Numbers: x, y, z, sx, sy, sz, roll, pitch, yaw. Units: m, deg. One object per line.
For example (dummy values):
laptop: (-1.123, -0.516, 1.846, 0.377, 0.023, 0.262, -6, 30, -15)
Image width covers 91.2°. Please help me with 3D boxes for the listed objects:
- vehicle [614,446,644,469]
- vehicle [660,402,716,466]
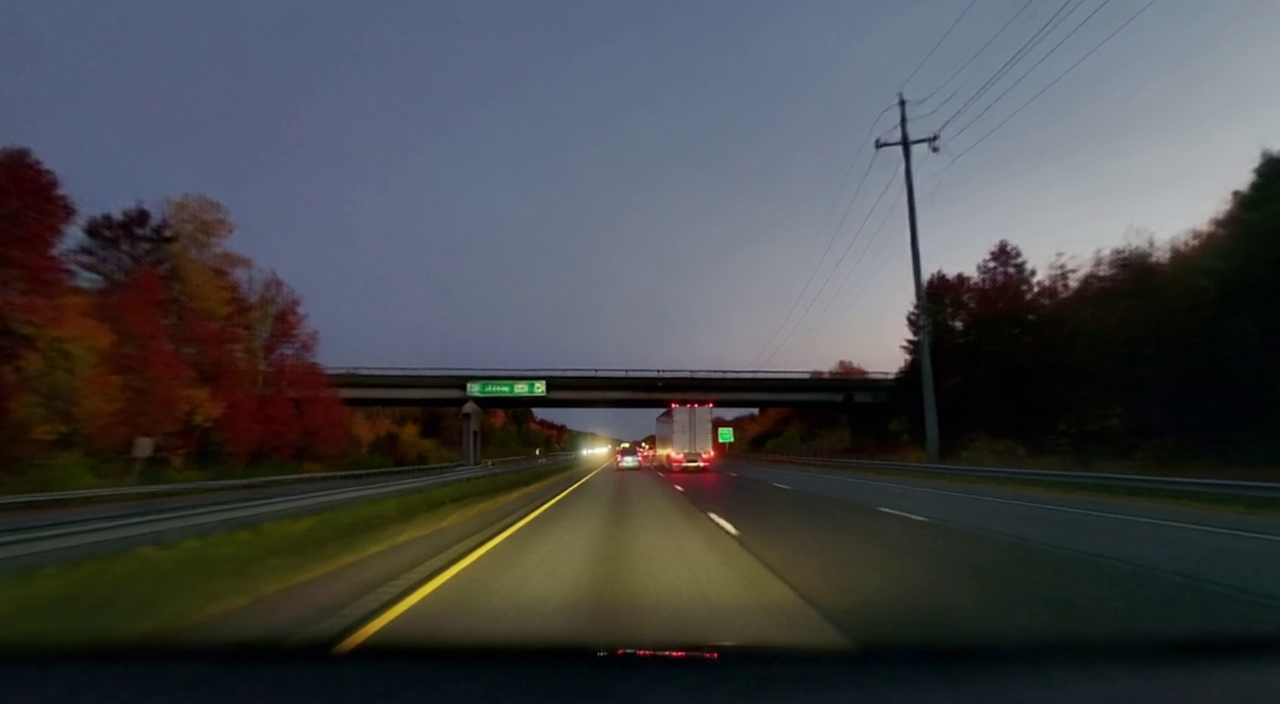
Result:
vehicle: (-0.745, 7.062, 42.099, 1.961, 1.454, 3.755, 0, -9, -1)
vehicle: (3.450, 6.599, 49.246, 2.956, 4.281, 14.327, 0, -9, -1)
